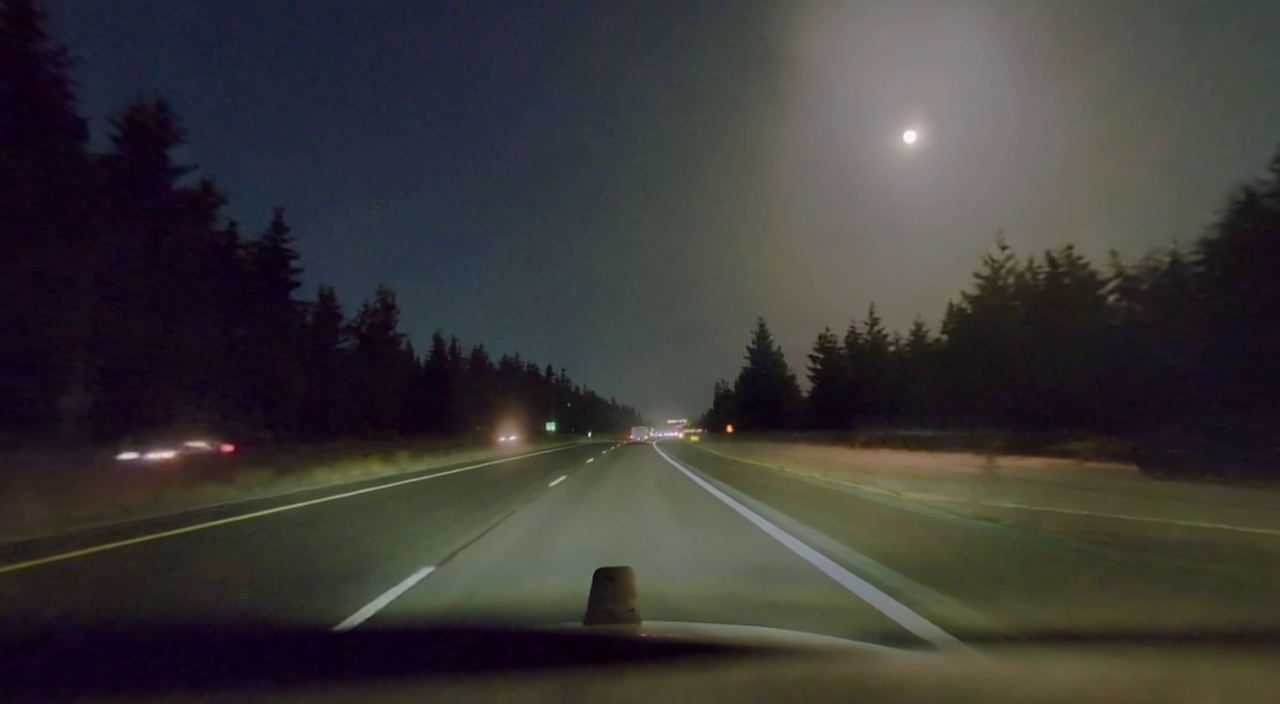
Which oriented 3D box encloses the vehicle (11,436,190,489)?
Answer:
[{"bbox_3d":[-16.988,3.449,20.240,1.783,1.480,4.553,0,-8,-1],"label":"vehicle"}]
